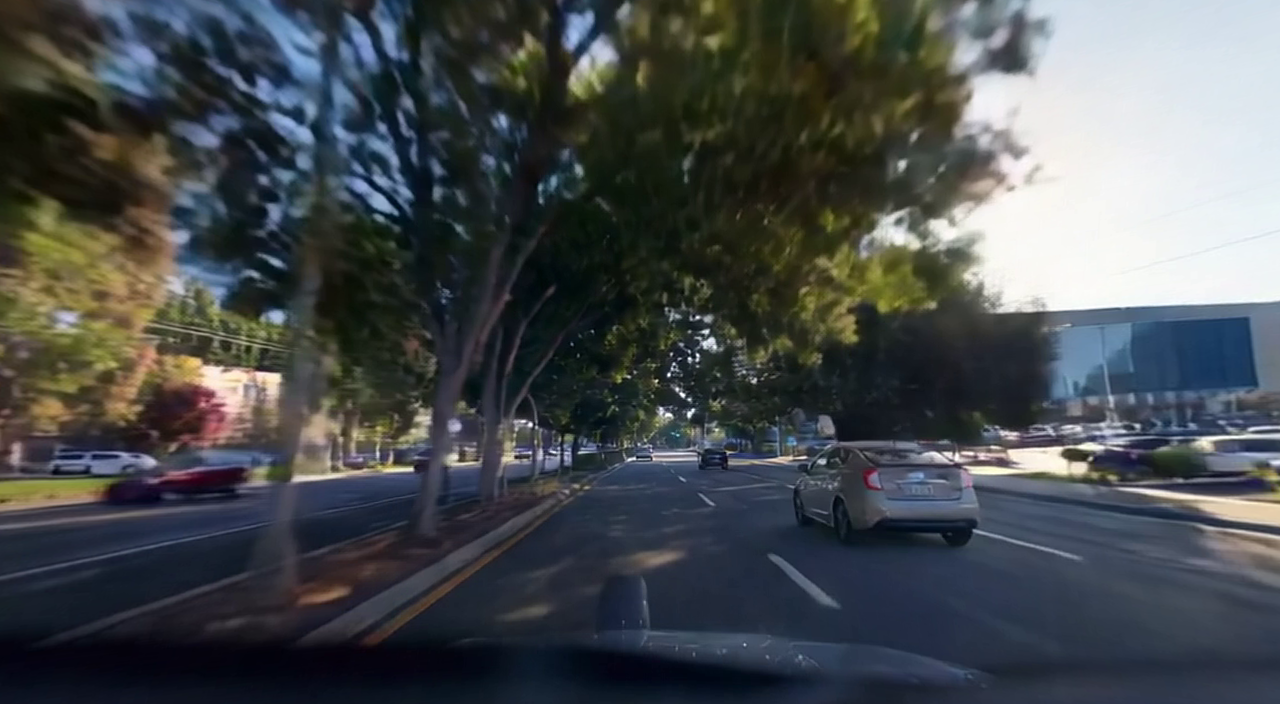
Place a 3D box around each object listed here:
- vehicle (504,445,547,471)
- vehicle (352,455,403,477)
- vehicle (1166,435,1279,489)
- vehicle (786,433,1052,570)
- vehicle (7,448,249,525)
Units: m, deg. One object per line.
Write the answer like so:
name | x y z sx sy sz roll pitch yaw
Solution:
vehicle | -8.439 7.838 46.737 2.156 1.838 4.945 0 -9 1
vehicle | -19.119 8.317 45.899 1.787 1.452 4.482 0 -9 0
vehicle | 19.470 3.370 19.430 4.648 1.568 1.919 0 -9 -2
vehicle | 3.626 1.997 9.239 1.935 1.501 4.384 0 -9 1
vehicle | -12.009 3.130 15.271 1.983 1.567 4.557 0 -9 1
